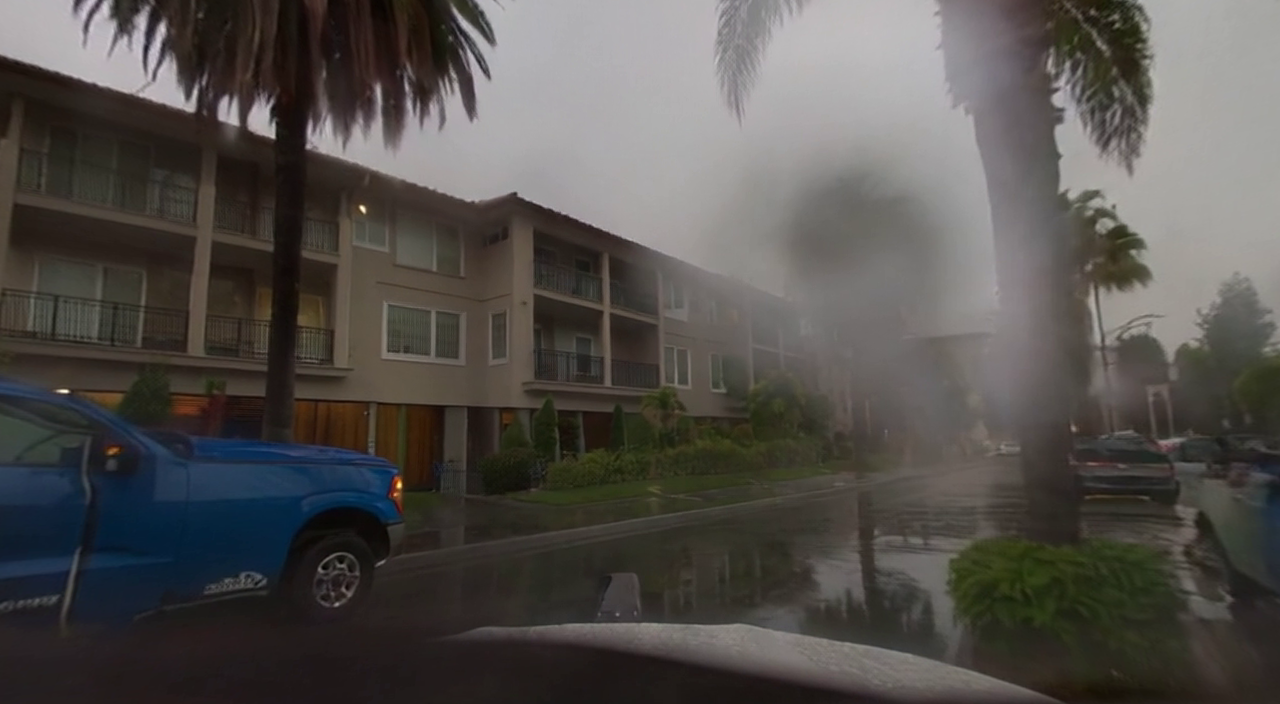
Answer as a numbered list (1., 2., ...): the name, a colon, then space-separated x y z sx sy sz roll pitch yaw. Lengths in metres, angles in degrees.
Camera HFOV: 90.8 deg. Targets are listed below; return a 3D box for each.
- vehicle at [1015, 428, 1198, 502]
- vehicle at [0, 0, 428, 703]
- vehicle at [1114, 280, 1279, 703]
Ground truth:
1. vehicle: 19.290 4.584 26.419 5.872 2.468 2.864 -2 -8 38
2. vehicle: -5.549 -0.507 0.210 2.998 3.659 10.517 -6 -10 34
3. vehicle: 4.811 0.860 3.657 2.418 2.078 5.866 -5 -10 29
